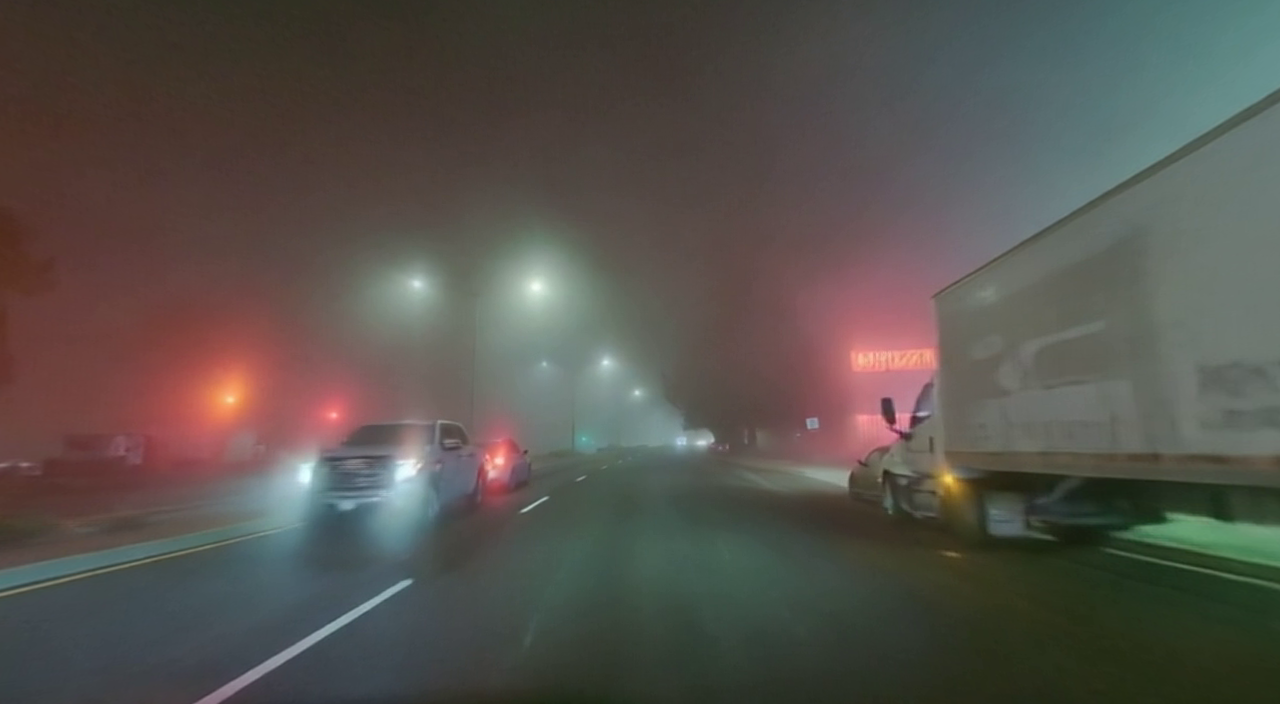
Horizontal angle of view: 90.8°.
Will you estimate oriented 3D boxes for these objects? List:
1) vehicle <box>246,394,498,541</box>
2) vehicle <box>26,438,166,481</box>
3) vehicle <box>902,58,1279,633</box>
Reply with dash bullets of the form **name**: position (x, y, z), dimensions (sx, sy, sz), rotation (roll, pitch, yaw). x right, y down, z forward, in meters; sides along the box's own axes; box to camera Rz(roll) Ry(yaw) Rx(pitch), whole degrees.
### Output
- **vehicle**: position (-4.458, 2.065, 11.940), dimensions (2.270, 2.068, 5.865), rotation (0, -9, -1)
- **vehicle**: position (-28.966, 5.814, 33.916), dimensions (5.368, 2.121, 1.960), rotation (8, -13, -37)
- **vehicle**: position (6.092, 0.210, 6.285), dimensions (2.981, 4.106, 8.794), rotation (0, -9, -1)
